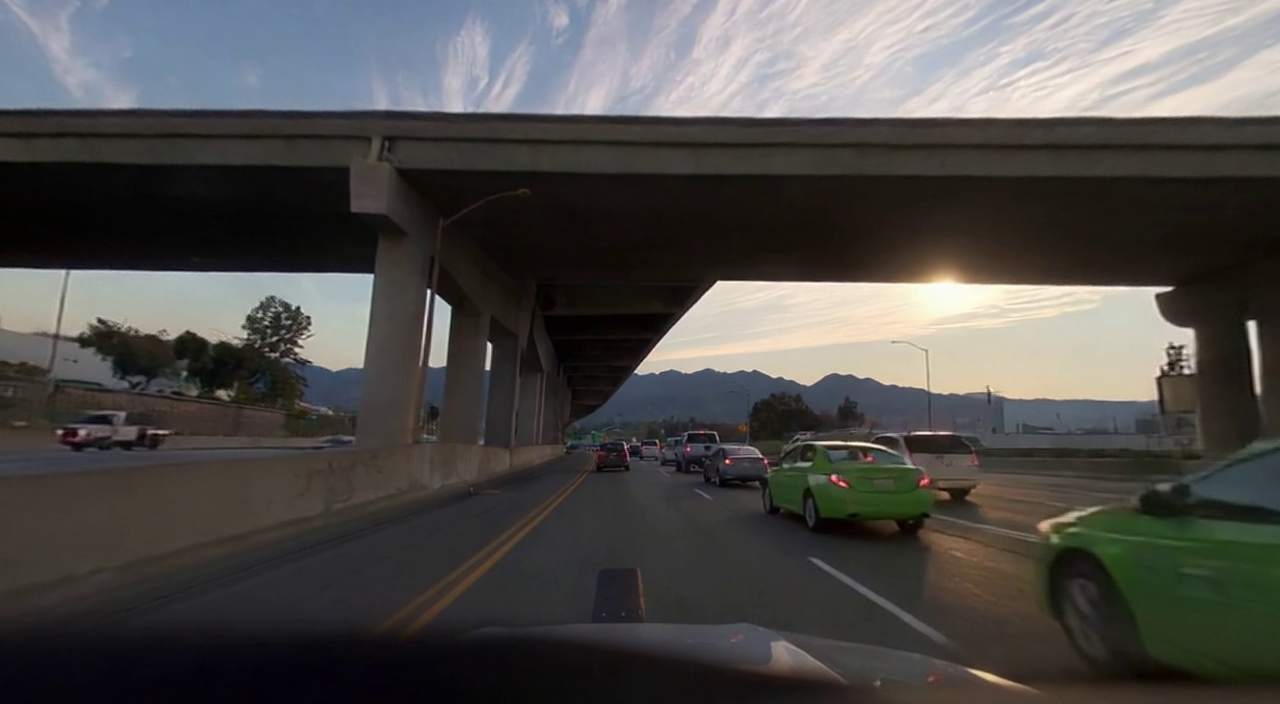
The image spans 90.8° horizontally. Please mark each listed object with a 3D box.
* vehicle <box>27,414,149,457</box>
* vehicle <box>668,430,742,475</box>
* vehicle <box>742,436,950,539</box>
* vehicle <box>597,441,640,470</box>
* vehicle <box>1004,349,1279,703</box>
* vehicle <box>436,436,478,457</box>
[{"bbox_3d":[-31.943,4.914,36.878,2.245,2.276,5.722,1,-8,-5],"label":"vehicle"},{"bbox_3d":[3.118,5.096,32.297,2.747,2.061,7.011,0,-8,-3],"label":"vehicle"},{"bbox_3d":[3.338,2.288,11.419,2.074,1.455,4.646,0,-8,-2],"label":"vehicle"},{"bbox_3d":[-1.203,5.749,35.318,2.266,1.549,3.978,0,-8,-1],"label":"vehicle"},{"bbox_3d":[4.057,0.795,2.403,2.276,1.739,5.040,0,-8,-1],"label":"vehicle"},{"bbox_3d":[-13.653,7.061,47.406,2.045,1.499,4.501,0,-8,-4],"label":"vehicle"}]
